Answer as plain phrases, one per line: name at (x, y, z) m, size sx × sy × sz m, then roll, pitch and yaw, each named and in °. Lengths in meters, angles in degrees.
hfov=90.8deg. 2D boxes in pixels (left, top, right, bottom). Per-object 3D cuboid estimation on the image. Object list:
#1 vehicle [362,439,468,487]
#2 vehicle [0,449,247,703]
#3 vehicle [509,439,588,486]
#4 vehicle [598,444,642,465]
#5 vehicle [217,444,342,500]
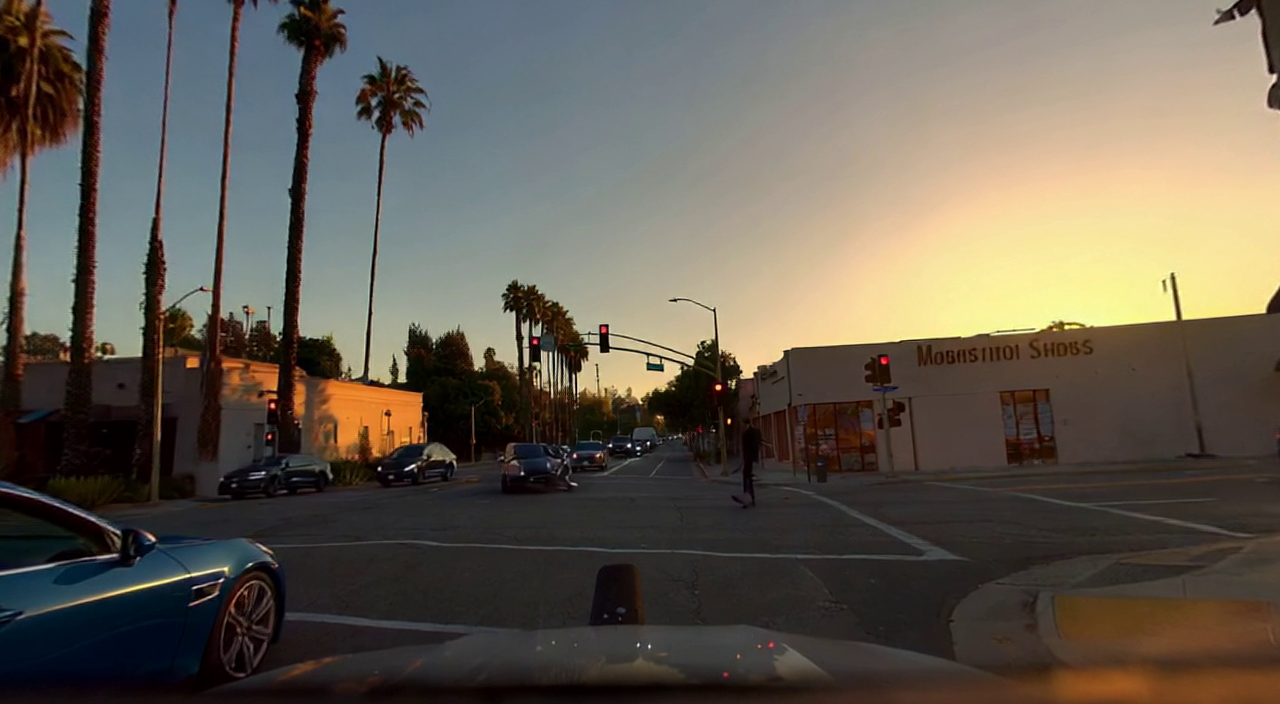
vehicle at (-9.294, 4.676, 26.750) m, size 2.050 × 1.792 × 5.507 m, roll -1°, pitch -9°, yaw 5°
vehicle at (-3.697, 1.018, 2.242) m, size 1.850 × 1.325 × 4.295 m, roll 0°, pitch -9°, yaw 0°
vehicle at (-3.361, 3.889, 22.493) m, size 1.839 × 1.468 × 4.549 m, roll 3°, pitch -9°, yaw -20°
vehicle at (-1.534, 7.992, 49.582) m, size 2.181 × 1.549 × 4.345 m, roll -3°, pitch -9°, yaw 17°
vehicle at (-13.135, 4.394, 23.398) m, size 1.870 × 1.705 × 4.426 m, roll -6°, pitch -10°, yaw 3°
